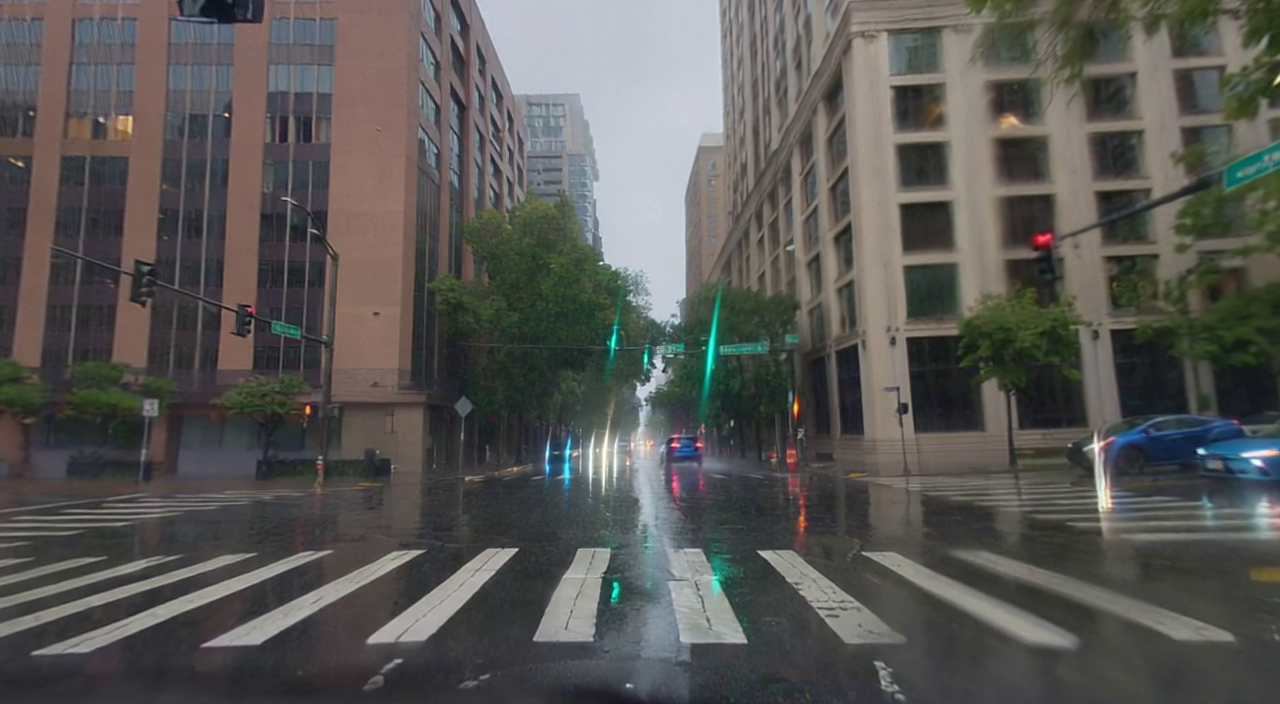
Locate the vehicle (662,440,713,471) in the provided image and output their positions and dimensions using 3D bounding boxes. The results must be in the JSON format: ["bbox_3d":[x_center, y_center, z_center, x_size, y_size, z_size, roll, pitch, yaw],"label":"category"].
[{"bbox_3d":[2.388,5.332,32.735,2.039,1.470,4.355,0,-8,-4],"label":"vehicle"}]

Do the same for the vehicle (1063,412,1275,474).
[{"bbox_3d":[16.912,2.942,20.396,4.802,1.860,2.146,0,-8,1],"label":"vehicle"}]
